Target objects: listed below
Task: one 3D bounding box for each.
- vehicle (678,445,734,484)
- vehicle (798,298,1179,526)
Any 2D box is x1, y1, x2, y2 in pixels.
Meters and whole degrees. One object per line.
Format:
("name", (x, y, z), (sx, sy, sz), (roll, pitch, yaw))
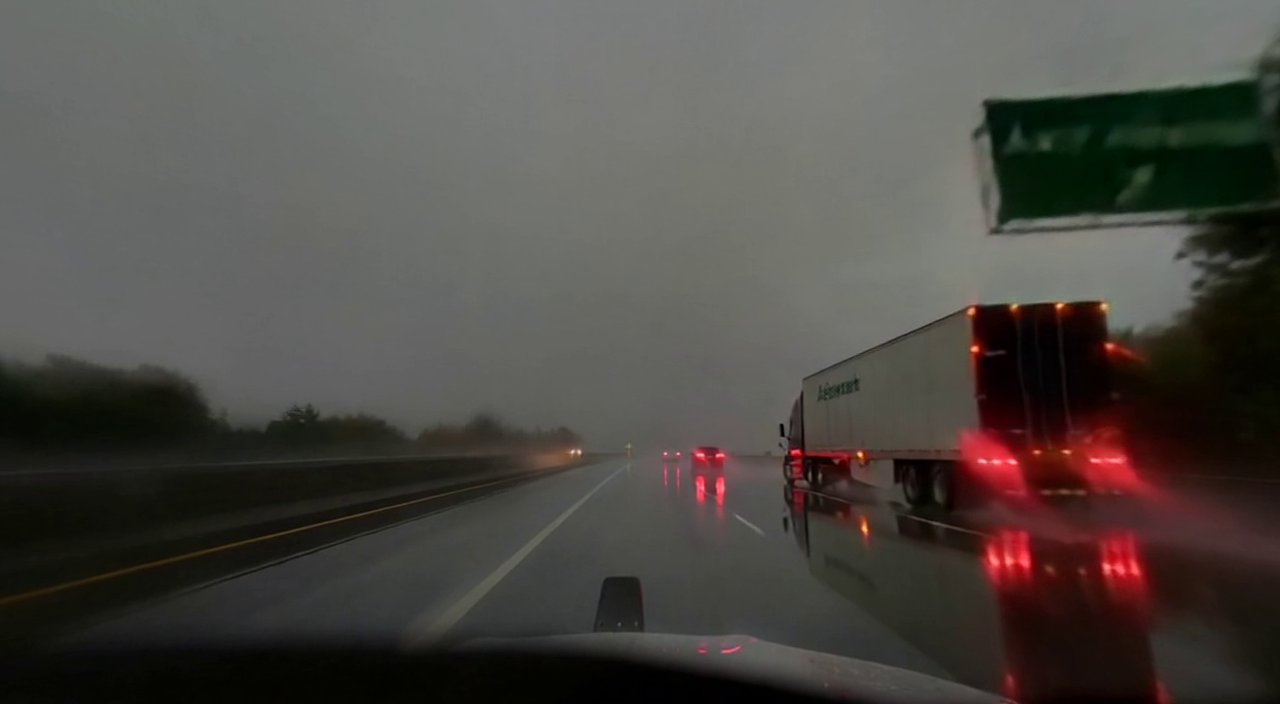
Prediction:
("vehicle", (2.844, 4.934, 27.799), (2.024, 1.579, 3.707), (0, -9, -1))
("vehicle", (7.851, 2.067, 18.068), (2.907, 4.042, 13.858), (0, -9, 0))
